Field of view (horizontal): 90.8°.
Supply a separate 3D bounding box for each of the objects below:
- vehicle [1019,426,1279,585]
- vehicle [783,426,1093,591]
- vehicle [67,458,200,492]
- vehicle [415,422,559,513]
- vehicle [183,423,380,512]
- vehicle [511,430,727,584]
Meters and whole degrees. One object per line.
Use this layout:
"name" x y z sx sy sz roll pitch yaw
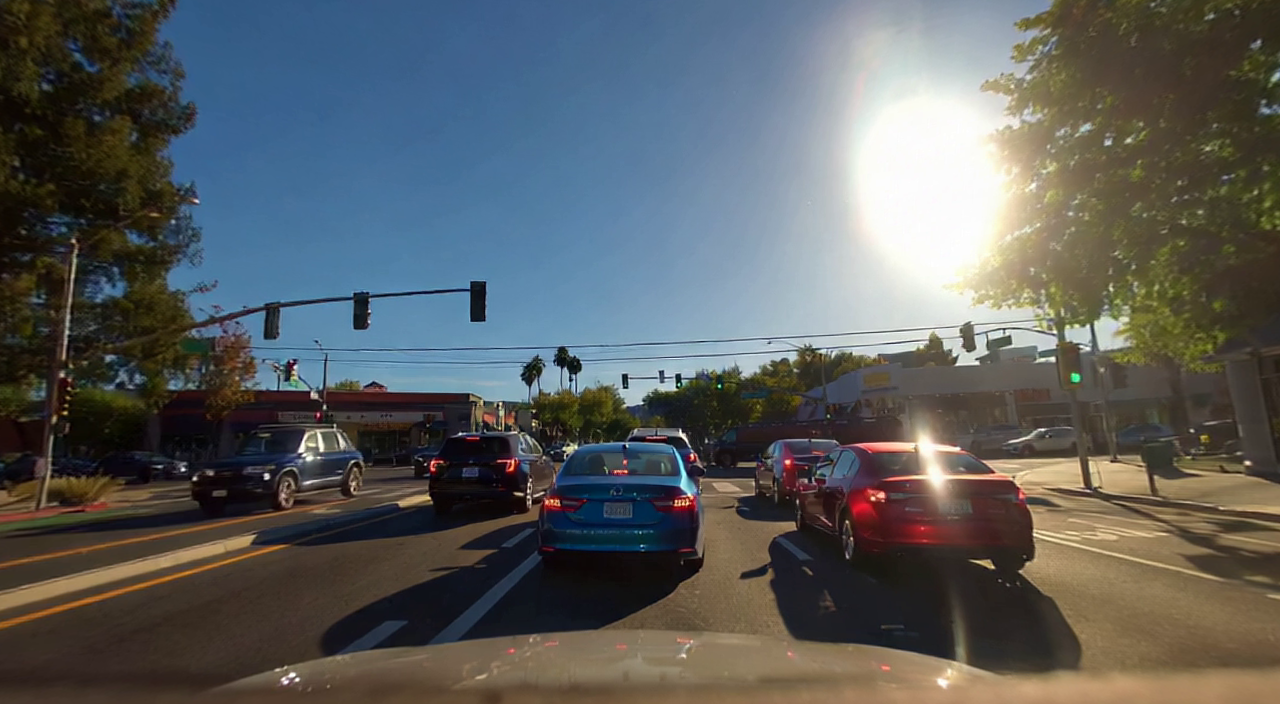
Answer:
"vehicle" 7.131 1.731 7.822 2.004 1.508 4.646 0 -8 0
"vehicle" 3.240 1.760 7.994 2.020 1.513 4.120 0 -8 2
"vehicle" -25.281 6.142 31.753 4.679 1.488 2.052 2 -9 -13
"vehicle" -3.432 2.714 15.416 2.160 1.823 5.115 0 -8 1
"vehicle" -8.699 2.826 15.993 2.140 1.892 4.689 0 -8 1
"vehicle" -0.179 1.799 8.160 2.098 1.477 3.897 0 -8 1
